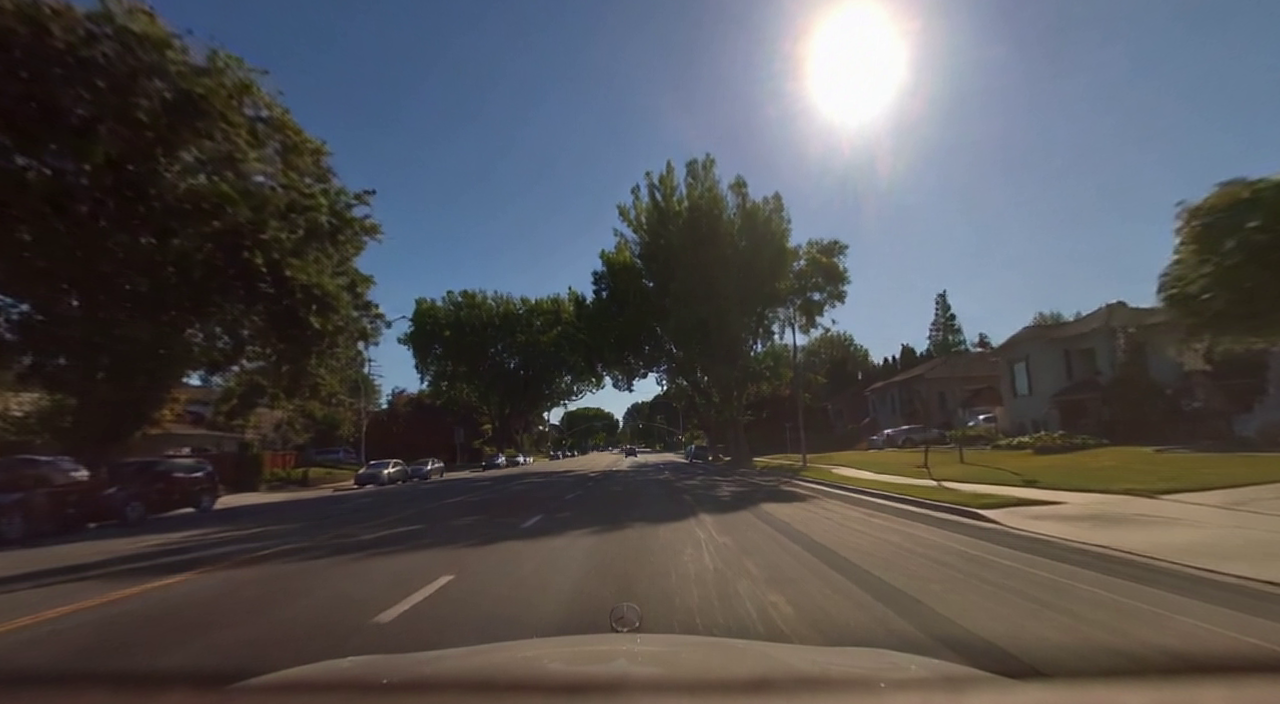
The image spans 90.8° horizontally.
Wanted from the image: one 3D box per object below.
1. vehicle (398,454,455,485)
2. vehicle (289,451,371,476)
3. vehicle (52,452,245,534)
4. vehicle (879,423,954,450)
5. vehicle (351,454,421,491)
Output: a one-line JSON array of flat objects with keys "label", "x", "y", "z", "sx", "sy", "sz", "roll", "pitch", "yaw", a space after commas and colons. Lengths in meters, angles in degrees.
[{"label": "vehicle", "x": -12.663, "y": 6.963, "z": 37.699, "sx": 1.909, "sy": 1.477, "sz": 4.345, "roll": -3, "pitch": -8, "yaw": -1}, {"label": "vehicle", "x": -20.916, "y": 7.500, "z": 42.675, "sx": 4.498, "sy": 1.623, "sz": 1.903, "roll": 0, "pitch": -9, "yaw": 1}, {"label": "vehicle", "x": -12.637, "y": 3.581, "z": 16.638, "sx": 1.882, "sy": 1.727, "sz": 3.945, "roll": -3, "pitch": -8, "yaw": 0}, {"label": "vehicle", "x": 17.532, "y": 5.400, "z": 40.131, "sx": 1.726, "sy": 1.620, "sz": 3.938, "roll": 7, "pitch": -11, "yaw": -37}, {"label": "vehicle", "x": -12.669, "y": 6.004, "z": 31.810, "sx": 1.828, "sy": 1.510, "sz": 4.149, "roll": -4, "pitch": -9, "yaw": 0}]
